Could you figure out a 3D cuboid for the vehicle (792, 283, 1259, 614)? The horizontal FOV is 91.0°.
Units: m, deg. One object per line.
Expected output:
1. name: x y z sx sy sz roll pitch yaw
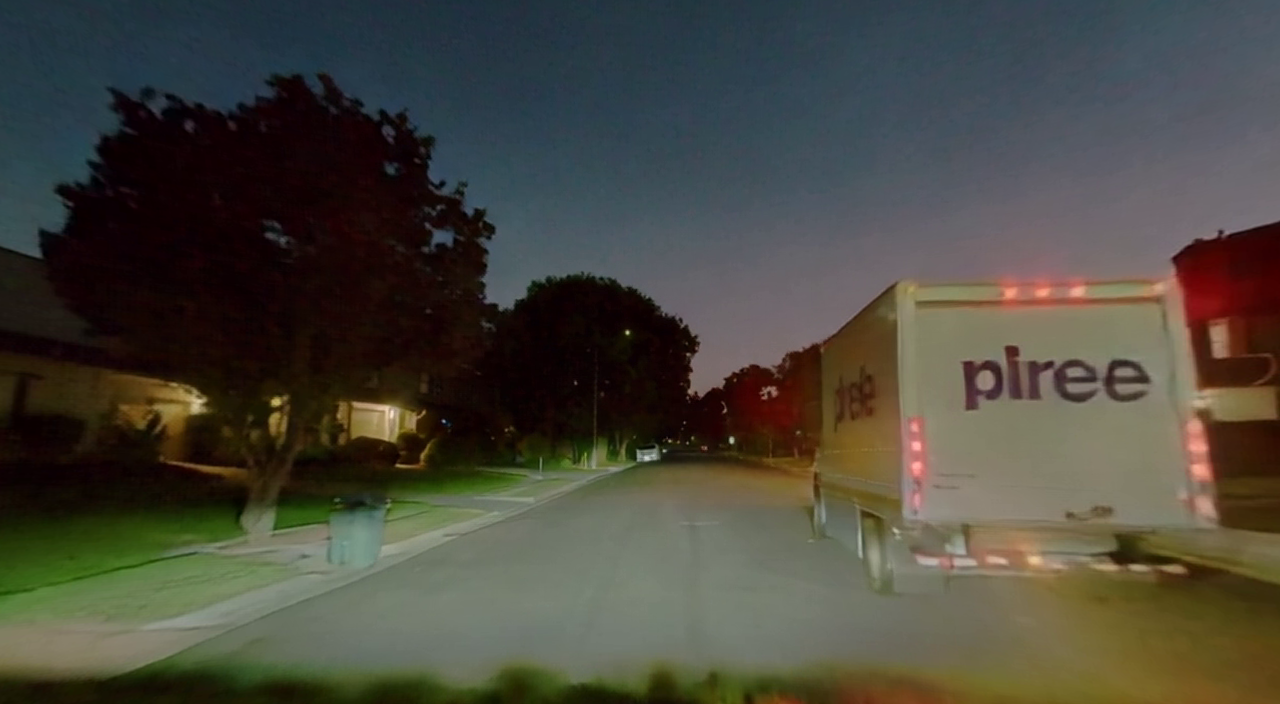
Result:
1. vehicle: 4.400 1.414 9.672 2.924 3.018 7.600 -1 -9 6
